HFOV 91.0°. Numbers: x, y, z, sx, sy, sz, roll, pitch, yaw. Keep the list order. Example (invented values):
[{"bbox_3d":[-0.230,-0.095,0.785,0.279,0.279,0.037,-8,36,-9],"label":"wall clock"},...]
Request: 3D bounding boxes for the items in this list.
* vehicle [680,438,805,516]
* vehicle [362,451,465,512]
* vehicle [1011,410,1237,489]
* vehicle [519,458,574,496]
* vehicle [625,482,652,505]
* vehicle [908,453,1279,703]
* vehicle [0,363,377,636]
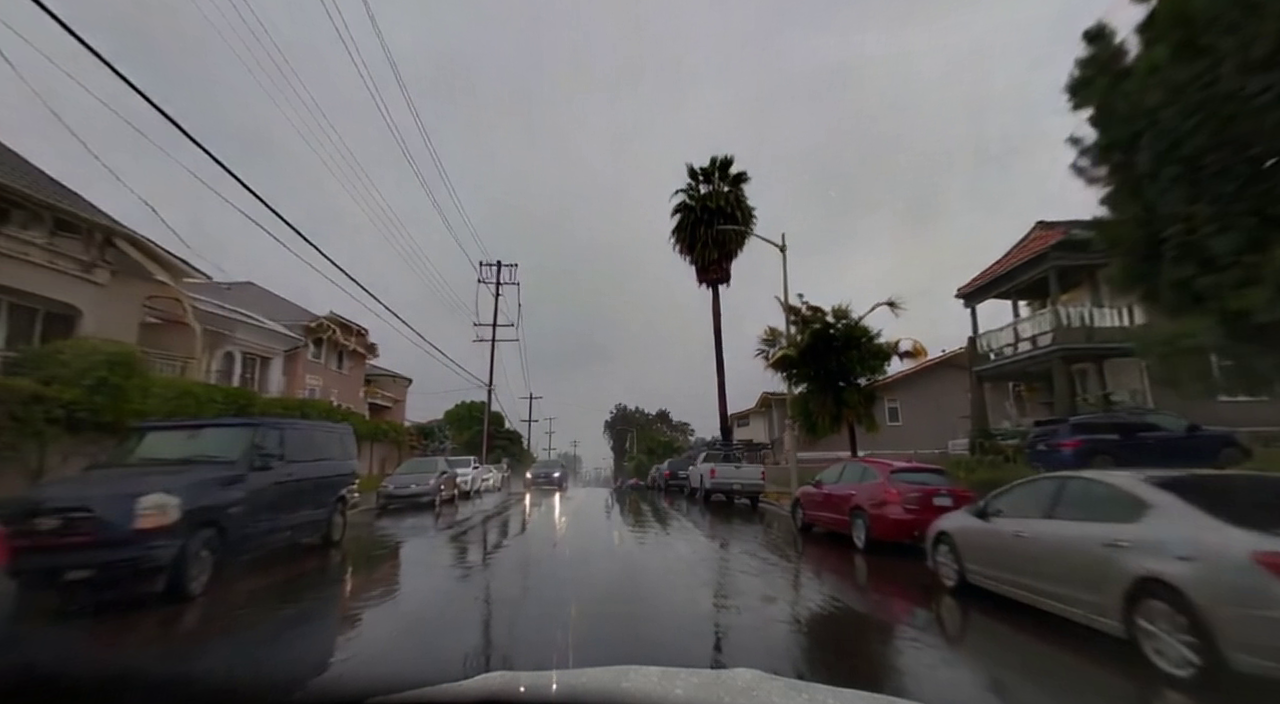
[{"bbox_3d":[2.893,3.726,19.526,2.358,2.008,5.957,0,-9,-5],"label":"vehicle"},{"bbox_3d":[-6.485,3.714,18.599,1.889,1.499,4.468,1,-9,-7],"label":"vehicle"},{"bbox_3d":[11.542,2.312,15.230,3.916,1.728,1.982,1,-6,-4],"label":"vehicle"},{"bbox_3d":[-4.196,5.697,28.972,2.060,1.483,4.574,0,-9,-3],"label":"vehicle"},{"bbox_3d":[-0.180,11.055,49.230,1.756,1.455,3.965,0,-9,-5],"label":"vehicle"},{"bbox_3d":[4.209,1.534,4.775,2.043,1.461,4.504,0,-9,-5],"label":"vehicle"},{"bbox_3d":[-5.372,1.558,7.755,2.348,2.144,5.481,0,-9,-6],"label":"vehicle"}]
